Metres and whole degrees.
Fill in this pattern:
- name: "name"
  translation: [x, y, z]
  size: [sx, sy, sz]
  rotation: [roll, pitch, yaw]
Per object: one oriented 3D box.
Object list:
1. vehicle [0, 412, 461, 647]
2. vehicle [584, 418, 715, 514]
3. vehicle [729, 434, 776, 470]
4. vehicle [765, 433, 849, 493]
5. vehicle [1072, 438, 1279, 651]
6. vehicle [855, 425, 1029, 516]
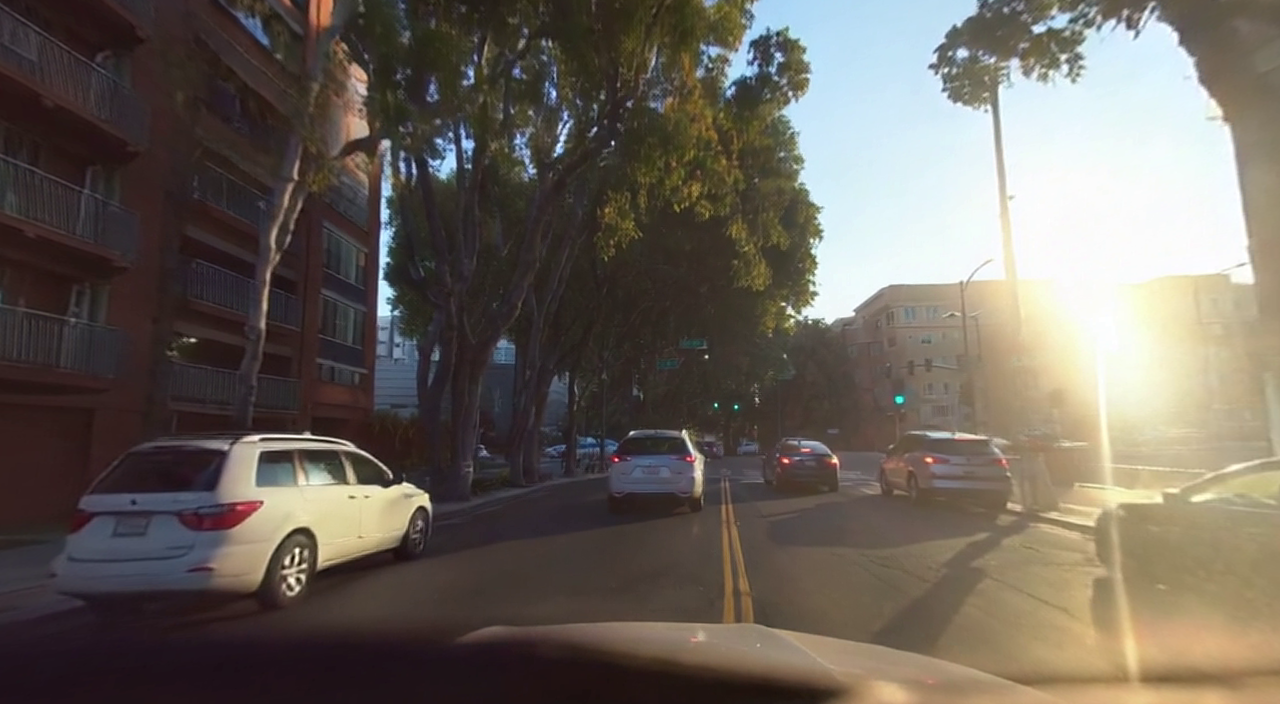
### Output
- name: "vehicle"
  translation: [-3.989, 1.701, 7.233]
  size: [2.013, 1.772, 4.439]
  rotation: [-2, -9, 9]
- name: "vehicle"
  translation: [0.465, 2.609, 14.967]
  size: [2.333, 1.832, 5.200]
  rotation: [-2, -9, 9]
- name: "vehicle"
  translation: [5.660, 5.094, 32.352]
  size: [2.111, 1.705, 4.093]
  rotation: [-1, -8, 7]
- name: "vehicle"
  translation: [5.017, 3.378, 19.521]
  size: [2.111, 1.619, 4.077]
  rotation: [-2, -9, 10]
- name: "vehicle"
  translation: [5.354, 1.336, 4.466]
  size: [1.937, 1.442, 4.338]
  rotation: [-1, -8, 7]
- name: "vehicle"
  translation: [7.057, 2.802, 15.602]
  size: [2.093, 1.815, 5.441]
  rotation: [-1, -8, 6]
